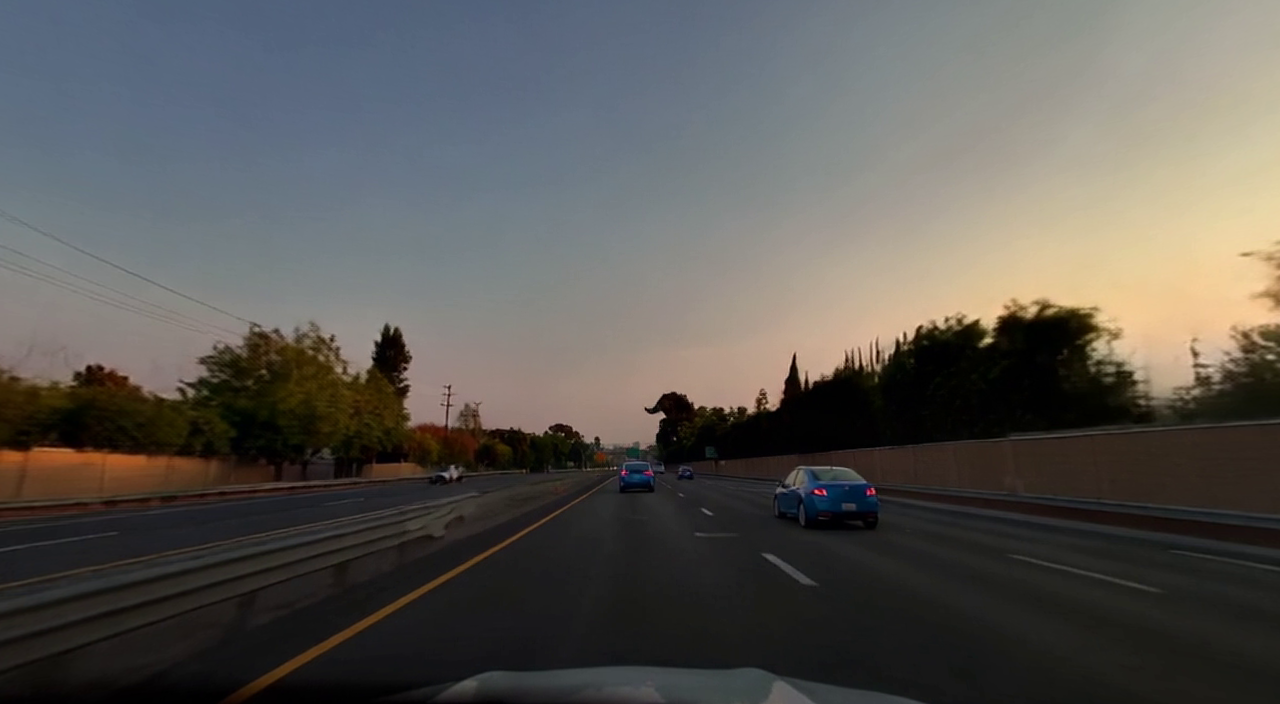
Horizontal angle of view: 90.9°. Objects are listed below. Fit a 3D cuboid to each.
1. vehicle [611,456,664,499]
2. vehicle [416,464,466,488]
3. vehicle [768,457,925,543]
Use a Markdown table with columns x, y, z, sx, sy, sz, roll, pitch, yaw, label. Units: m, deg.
| x | y | z | sx | sy | sz | roll | pitch | yaw | label |
| --- | --- | --- | --- | --- | --- | --- | --- | --- | --- |
| -0.092 | 5.189 | 26.210 | 2.037 | 1.605 | 3.833 | 1 | -11 | 0 | vehicle |
| -12.967 | 8.123 | 41.329 | 1.966 | 1.486 | 3.941 | 1 | -11 | 0 | vehicle |
| 4.167 | 3.066 | 13.493 | 1.938 | 1.494 | 4.032 | 1 | -11 | -1 | vehicle |
